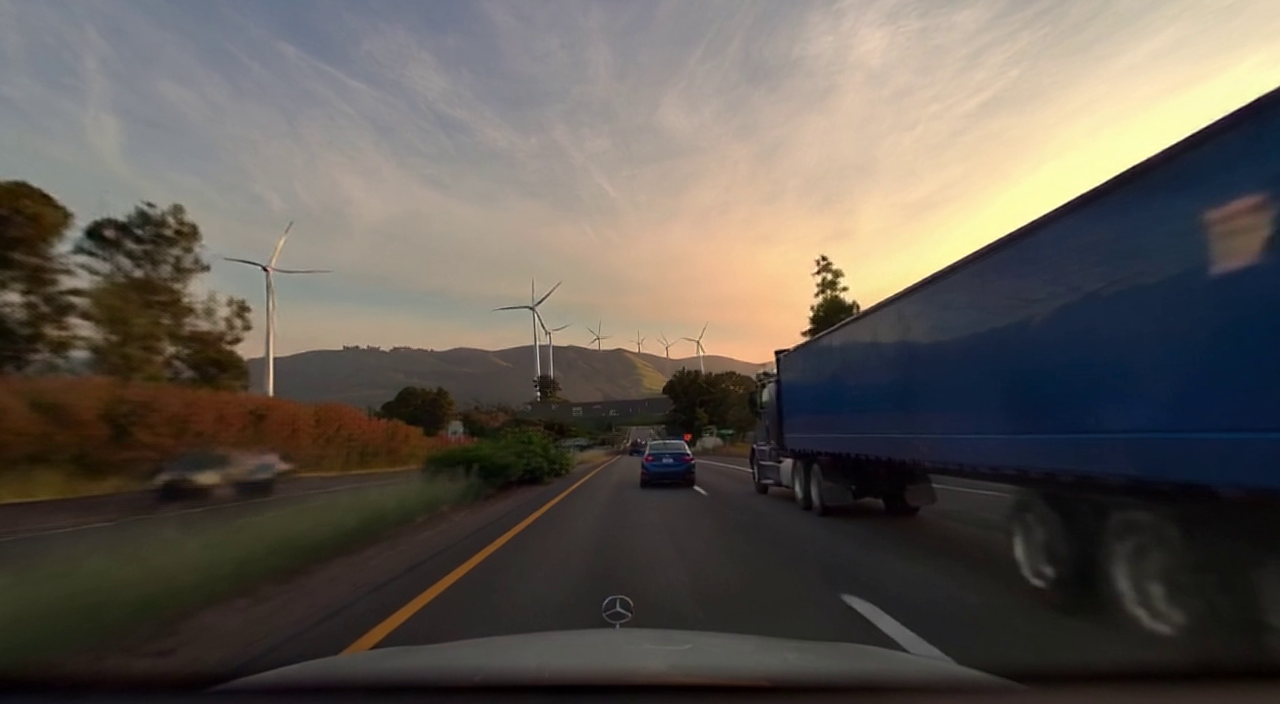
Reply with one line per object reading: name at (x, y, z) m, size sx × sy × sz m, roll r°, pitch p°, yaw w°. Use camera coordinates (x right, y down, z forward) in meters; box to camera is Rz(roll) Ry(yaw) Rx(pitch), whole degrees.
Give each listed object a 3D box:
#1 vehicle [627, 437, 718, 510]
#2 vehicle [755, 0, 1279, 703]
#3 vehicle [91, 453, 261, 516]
vehicle at (0.734, 3.046, 16.421) m, size 2.038 × 1.624 × 4.312 m, roll 0°, pitch -8°, yaw 0°
vehicle at (4.706, 0.588, 8.604) m, size 3.129 × 4.126 × 14.913 m, roll 0°, pitch -8°, yaw -1°
vehicle at (-12.756, 3.621, 17.647) m, size 1.884 × 1.480 × 3.831 m, roll 0°, pitch -8°, yaw -1°
